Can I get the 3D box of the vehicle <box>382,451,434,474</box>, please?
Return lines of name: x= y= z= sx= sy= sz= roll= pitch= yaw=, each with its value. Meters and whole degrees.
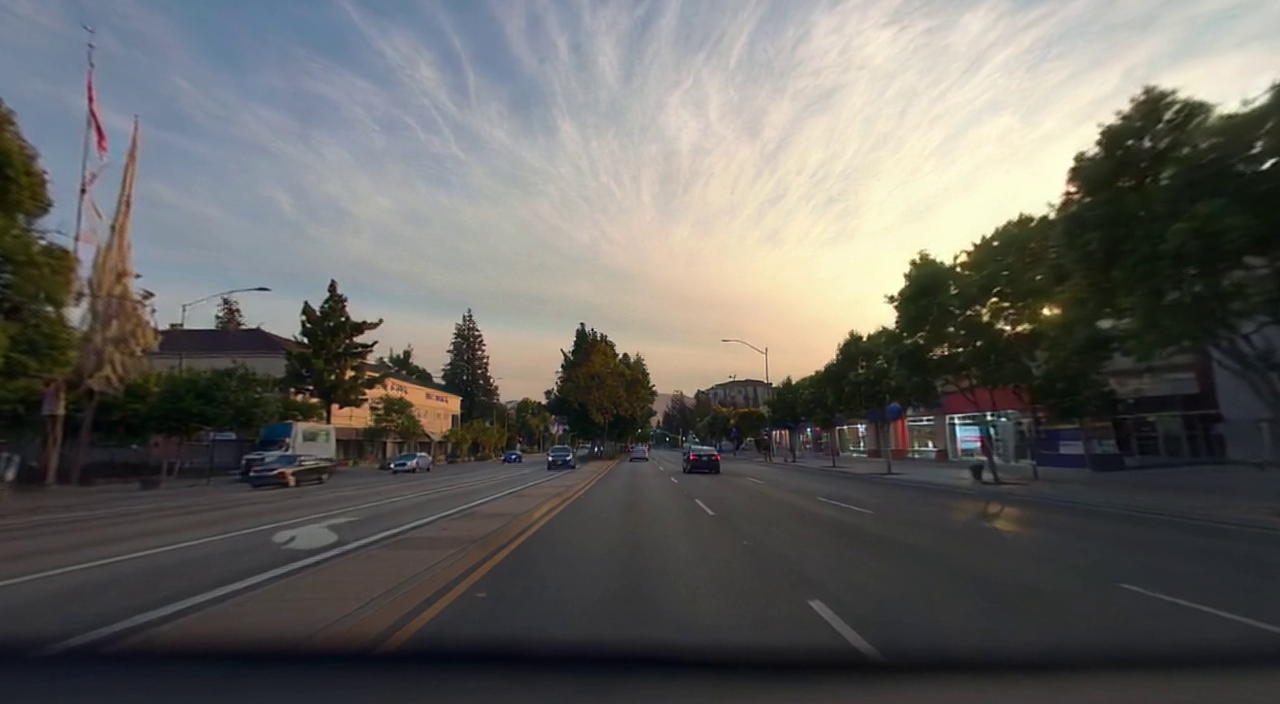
vehicle: x=-16.358 y=7.791 z=44.784 sx=1.989 sy=1.466 sz=4.349 roll=0 pitch=-9 yaw=0

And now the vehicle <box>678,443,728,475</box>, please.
vehicle: x=3.147 y=5.467 z=32.467 sx=1.983 sy=1.482 sz=4.463 roll=0 pitch=-9 yaw=-2

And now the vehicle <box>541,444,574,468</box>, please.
vehicle: x=-6.000 y=7.575 z=46.303 sx=2.100 sy=1.639 sz=4.268 roll=0 pitch=-9 yaw=-3

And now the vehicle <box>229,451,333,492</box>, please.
vehicle: x=-14.945 y=4.965 z=26.629 sx=1.878 sy=1.515 sz=4.258 roll=0 pitch=-9 yaw=0

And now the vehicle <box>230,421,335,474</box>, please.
vehicle: x=-27.735 y=7.517 z=49.680 sx=2.804 sy=3.714 sz=8.815 roll=-1 pitch=-9 yaw=2
